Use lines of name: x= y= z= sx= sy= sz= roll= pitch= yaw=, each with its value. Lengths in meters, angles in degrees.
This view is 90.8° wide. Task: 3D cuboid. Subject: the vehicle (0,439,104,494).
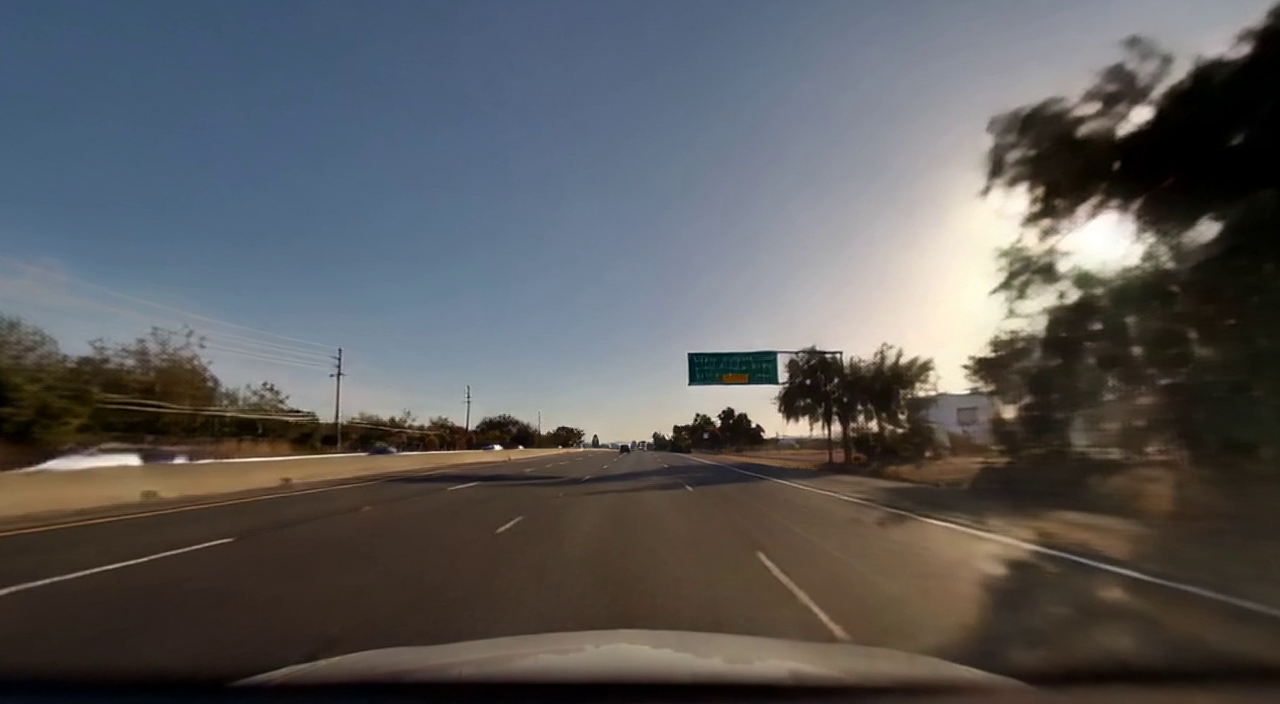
vehicle: x=-21.687 y=3.897 z=21.712 sx=2.046 sy=1.730 sz=4.975 roll=0 pitch=-9 yaw=0

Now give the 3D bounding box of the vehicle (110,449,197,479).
vehicle: x=-25.009 y=5.743 z=32.618 sx=1.673 sy=1.470 sz=3.484 roll=0 pitch=-8 yaw=0
